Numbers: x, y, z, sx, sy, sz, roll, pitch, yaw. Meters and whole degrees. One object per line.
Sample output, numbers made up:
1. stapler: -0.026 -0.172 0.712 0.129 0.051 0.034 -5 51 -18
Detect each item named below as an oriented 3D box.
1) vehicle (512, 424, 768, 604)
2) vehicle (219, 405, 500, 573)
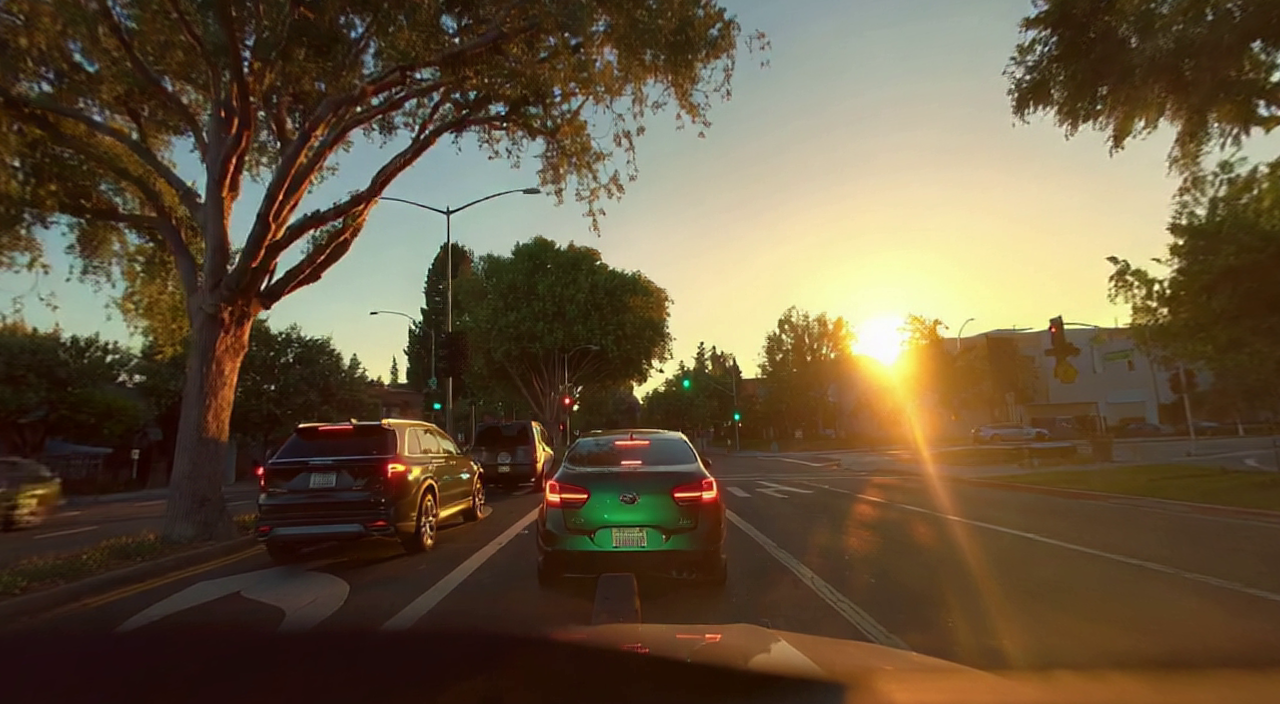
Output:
1. vehicle: -0.054 1.642 7.312 2.126 1.475 3.967 0 -8 -2
2. vehicle: -3.432 1.759 8.847 2.046 1.751 4.208 0 -8 -1
